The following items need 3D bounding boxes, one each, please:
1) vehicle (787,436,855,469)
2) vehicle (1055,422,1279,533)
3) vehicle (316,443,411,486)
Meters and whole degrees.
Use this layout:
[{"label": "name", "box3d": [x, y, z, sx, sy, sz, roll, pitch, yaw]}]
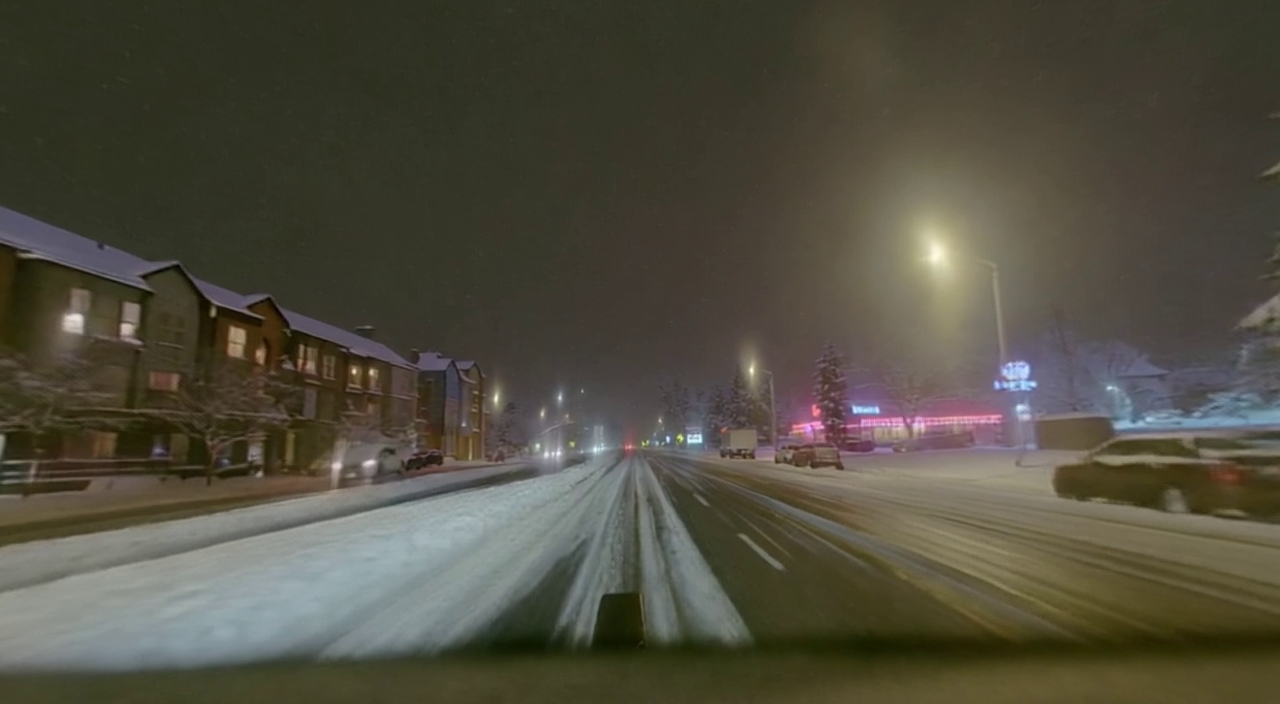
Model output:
[{"label": "vehicle", "box3d": [10.039, 5.621, 35.541, 2.183, 1.698, 5.010, 1, -8, -2]}, {"label": "vehicle", "box3d": [10.579, 2.273, 12.089, 2.078, 1.688, 4.557, 1, -8, -2]}, {"label": "vehicle", "box3d": [-12.340, 5.015, 28.604, 2.262, 1.732, 4.501, 0, -8, 0]}]
